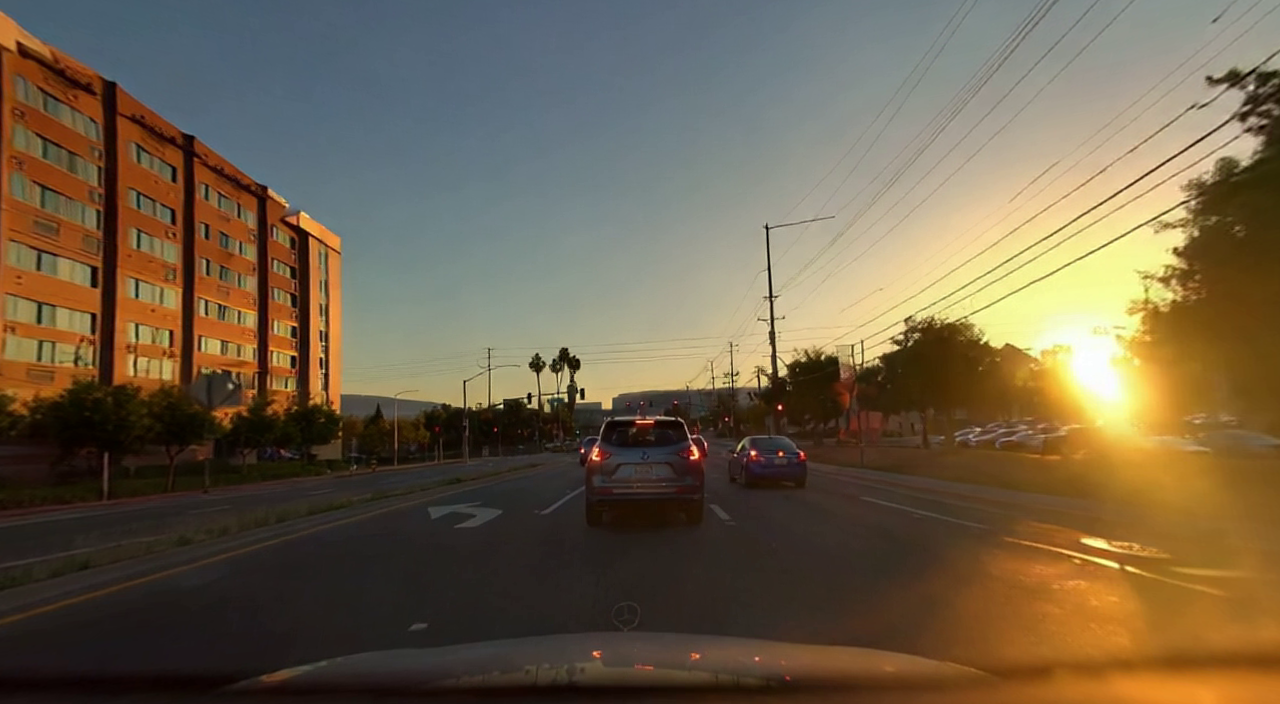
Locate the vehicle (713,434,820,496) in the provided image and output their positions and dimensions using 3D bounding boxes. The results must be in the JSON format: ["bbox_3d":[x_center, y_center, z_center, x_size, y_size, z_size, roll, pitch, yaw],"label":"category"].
[{"bbox_3d":[3.324,3.076,17.596,1.990,1.482,4.575,0,-8,0],"label":"vehicle"}]

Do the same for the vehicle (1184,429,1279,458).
[{"bbox_3d":[36.989,5.749,39.536,1.910,1.686,4.746,-1,-8,5],"label":"vehicle"}]

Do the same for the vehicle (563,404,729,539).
[{"bbox_3d":[0.080,1.891,10.584,2.189,1.776,4.342,0,-8,0],"label":"vehicle"}]
